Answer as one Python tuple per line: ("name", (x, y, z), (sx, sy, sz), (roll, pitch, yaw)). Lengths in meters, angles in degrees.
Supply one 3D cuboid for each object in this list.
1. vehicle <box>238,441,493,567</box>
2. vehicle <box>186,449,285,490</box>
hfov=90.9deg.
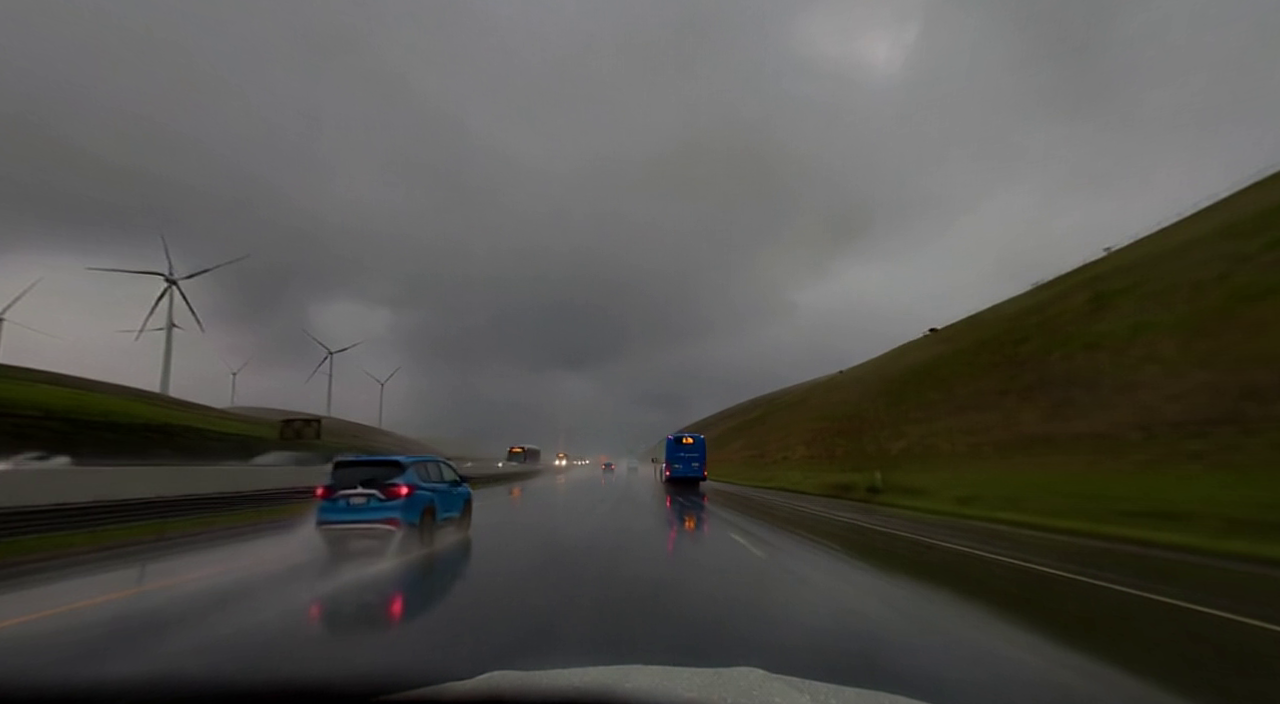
("vehicle", (-4.027, 2.346, 10.282), (2.213, 1.568, 4.274), (1, -10, 0))
("vehicle", (-19.433, 5.685, 30.529), (1.922, 1.778, 4.263), (1, -10, -1))
